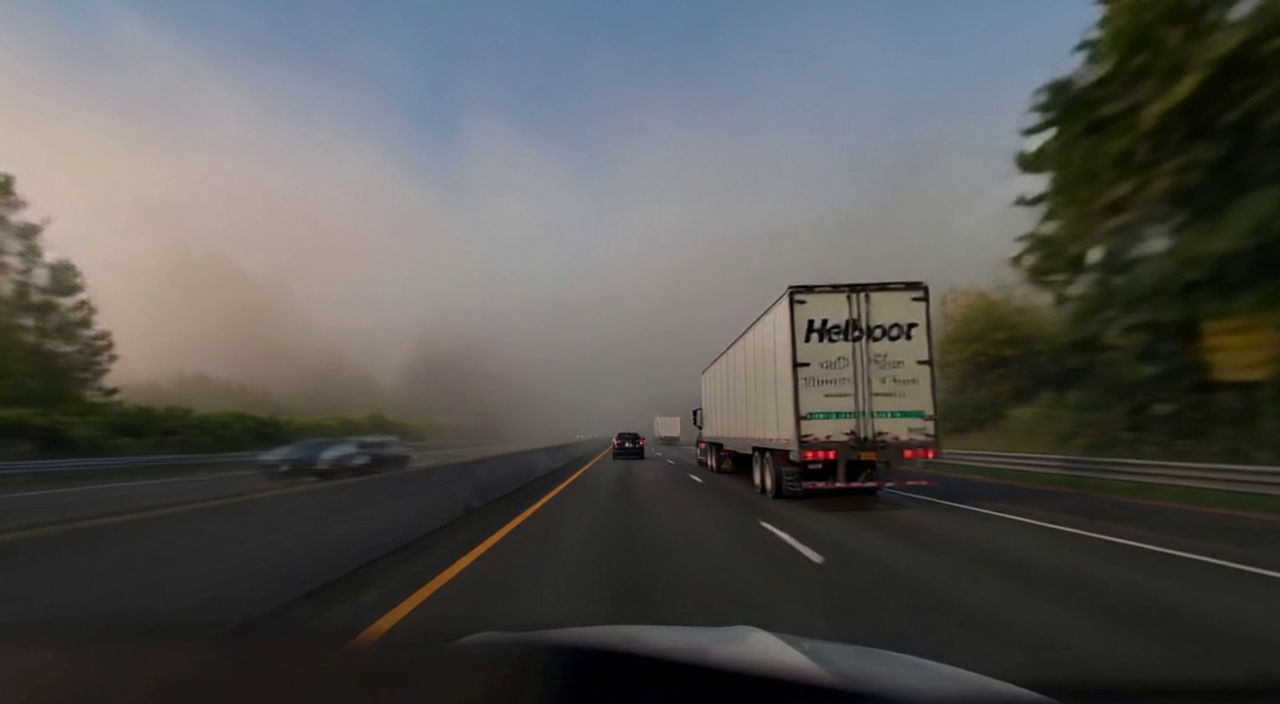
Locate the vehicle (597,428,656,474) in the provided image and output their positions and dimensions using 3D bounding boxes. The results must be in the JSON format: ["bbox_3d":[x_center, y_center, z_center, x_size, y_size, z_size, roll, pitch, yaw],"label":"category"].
[{"bbox_3d":[-0.511,3.747,24.150,2.095,1.557,3.963,0,-8,-1],"label":"vehicle"}]

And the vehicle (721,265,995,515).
[{"bbox_3d":[4.099,1.204,15.061,2.853,4.038,9.831,0,-8,-1],"label":"vehicle"}]

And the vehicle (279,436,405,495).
[{"bbox_3d":[-9.377,3.538,20.276,1.997,1.660,4.315,0,-8,-1],"label":"vehicle"}]

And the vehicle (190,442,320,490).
[{"bbox_3d":[-13.531,3.987,22.524,1.830,1.478,4.507,0,-8,-1],"label":"vehicle"}]
